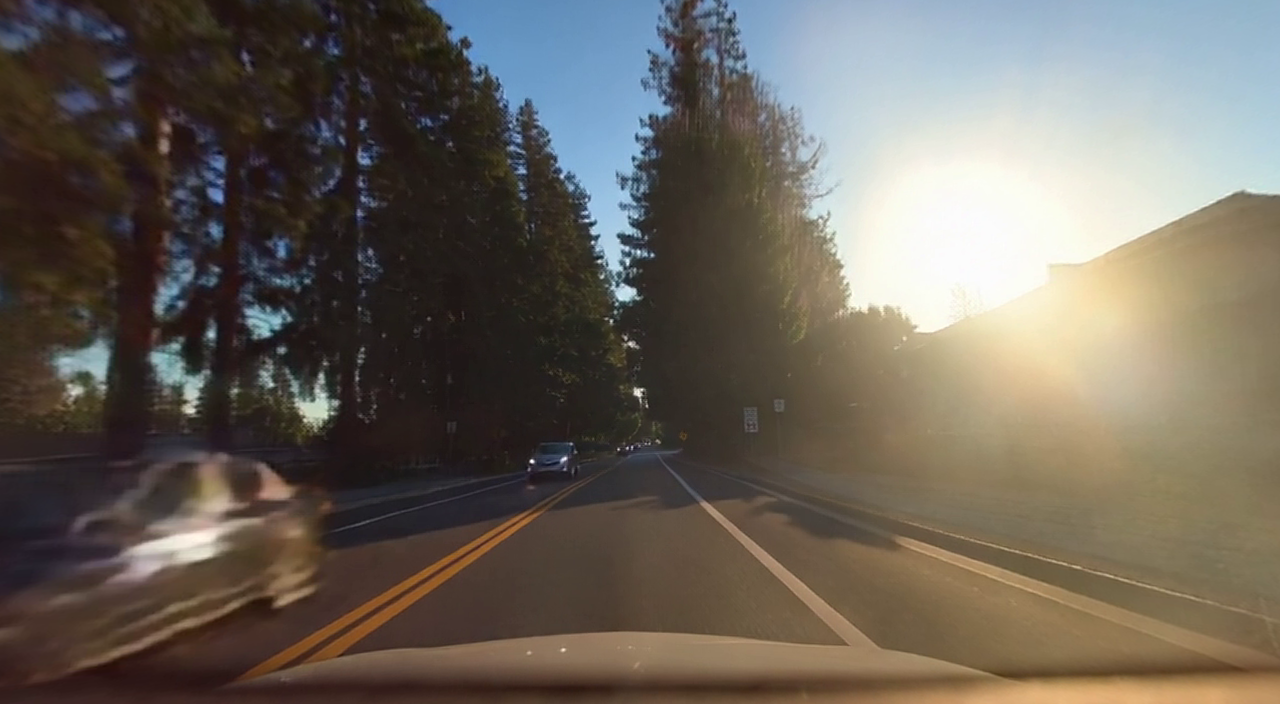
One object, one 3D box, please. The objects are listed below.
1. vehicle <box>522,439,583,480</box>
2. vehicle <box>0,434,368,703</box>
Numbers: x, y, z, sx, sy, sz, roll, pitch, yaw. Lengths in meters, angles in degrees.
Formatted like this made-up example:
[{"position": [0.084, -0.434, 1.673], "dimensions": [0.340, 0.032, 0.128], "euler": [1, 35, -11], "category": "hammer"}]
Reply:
[{"position": [-4.028, 5.049, 30.016], "dimensions": [2.124, 1.754, 4.791], "euler": [0, -8, 1], "category": "vehicle"}, {"position": [-4.024, 1.388, 4.651], "dimensions": [2.031, 1.477, 4.450], "euler": [0, -8, 0], "category": "vehicle"}]
